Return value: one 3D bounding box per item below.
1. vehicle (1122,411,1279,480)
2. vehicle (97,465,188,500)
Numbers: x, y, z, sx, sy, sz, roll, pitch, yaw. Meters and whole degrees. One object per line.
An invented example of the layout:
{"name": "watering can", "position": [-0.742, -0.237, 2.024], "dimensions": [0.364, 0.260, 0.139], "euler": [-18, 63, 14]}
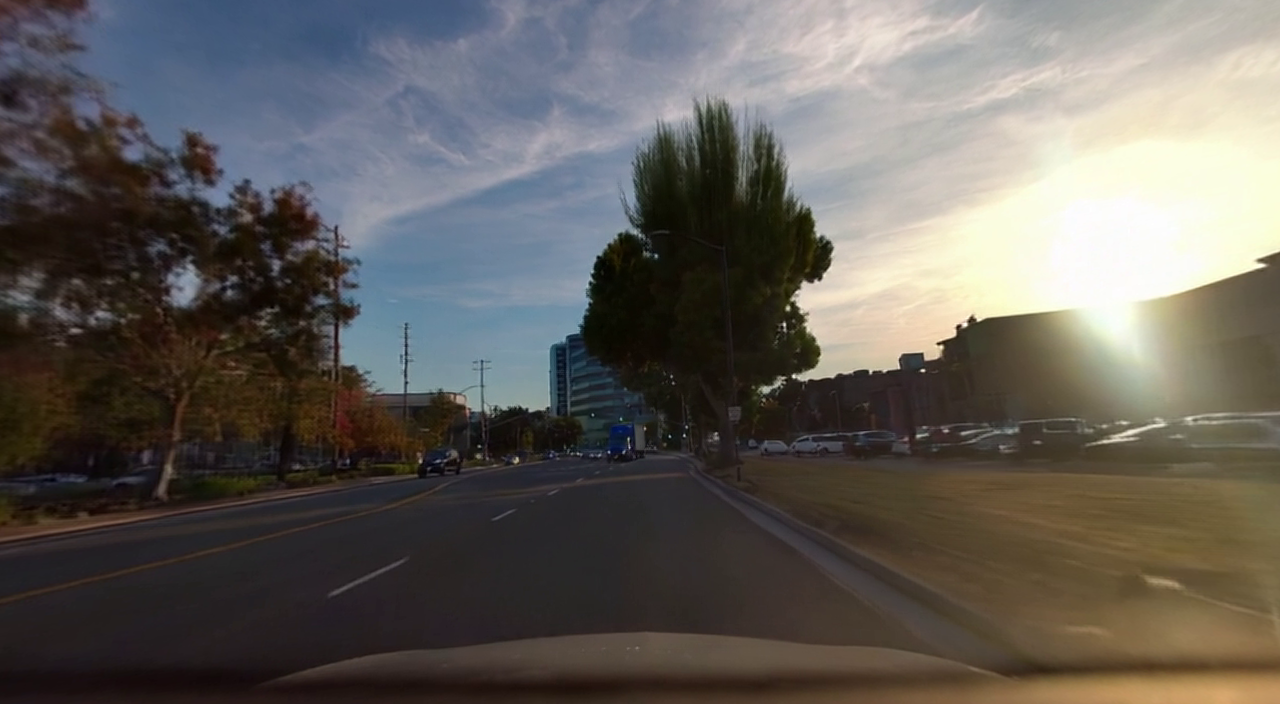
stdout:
{"name": "vehicle", "position": [15.939, 2.569, 17.319], "dimensions": [3.917, 1.737, 1.922], "euler": [1, -9, -8]}
{"name": "vehicle", "position": [-30.260, 7.929, 38.518], "dimensions": [1.967, 1.877, 4.256], "euler": [0, -9, 0]}
